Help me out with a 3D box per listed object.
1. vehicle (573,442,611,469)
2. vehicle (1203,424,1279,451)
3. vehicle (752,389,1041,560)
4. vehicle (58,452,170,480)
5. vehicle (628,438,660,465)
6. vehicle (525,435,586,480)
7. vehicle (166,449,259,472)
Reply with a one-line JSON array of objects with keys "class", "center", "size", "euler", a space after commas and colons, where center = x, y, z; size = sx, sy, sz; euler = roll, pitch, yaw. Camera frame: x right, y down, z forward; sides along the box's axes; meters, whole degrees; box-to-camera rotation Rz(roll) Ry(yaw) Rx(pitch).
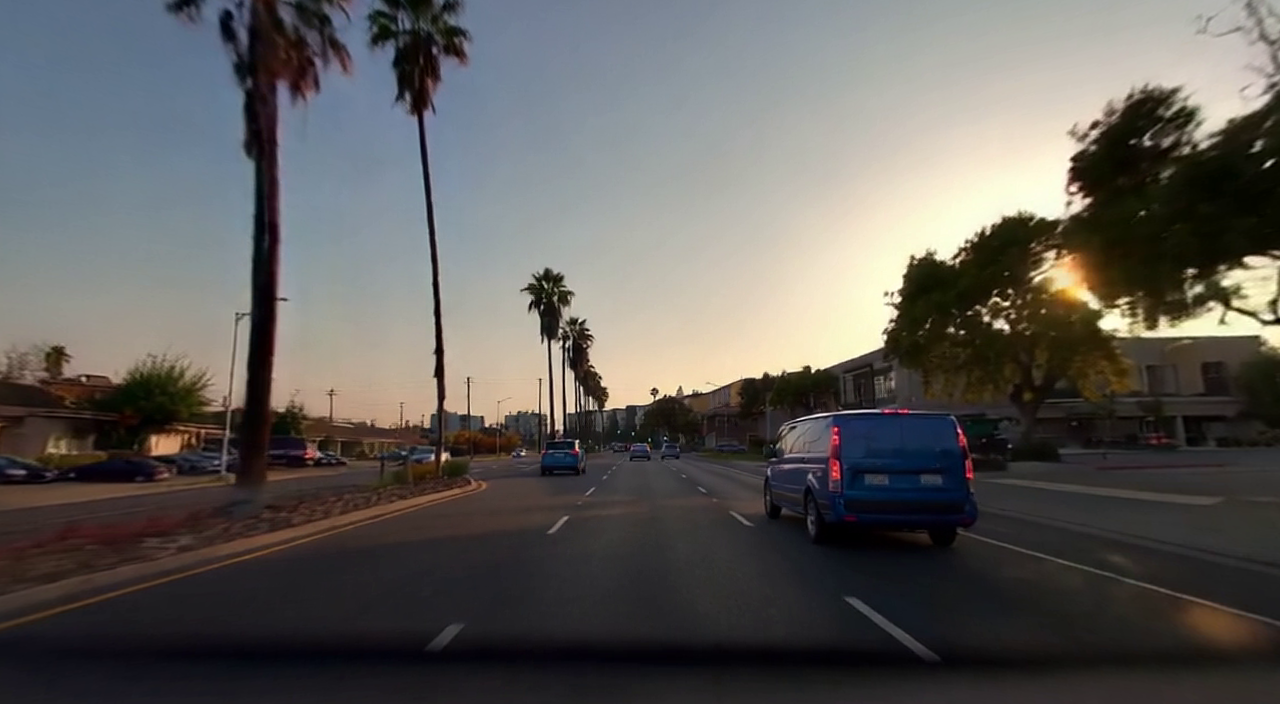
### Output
[{"class": "vehicle", "center": [-2.756, 6.076, 37.194], "size": [1.869, 1.454, 4.142], "euler": [0, -8, 0]}, {"class": "vehicle", "center": [45.959, 6.476, 47.682], "size": [4.658, 1.924, 1.898], "euler": [-5, -10, 30]}, {"class": "vehicle", "center": [3.334, 1.734, 9.610], "size": [2.234, 1.912, 4.847], "euler": [0, -8, -1]}, {"class": "vehicle", "center": [-28.540, 6.181, 34.367], "size": [4.371, 1.393, 1.867], "euler": [0, -8, -1]}, {"class": "vehicle", "center": [0.275, 7.085, 45.092], "size": [2.191, 1.761, 3.857], "euler": [0, -8, 0]}, {"class": "vehicle", "center": [-3.445, 4.375, 26.500], "size": [1.967, 1.703, 4.157], "euler": [0, -8, 1]}, {"class": "vehicle", "center": [-29.343, 7.463, 43.472], "size": [4.876, 1.487, 1.993], "euler": [1, -8, -4]}]
